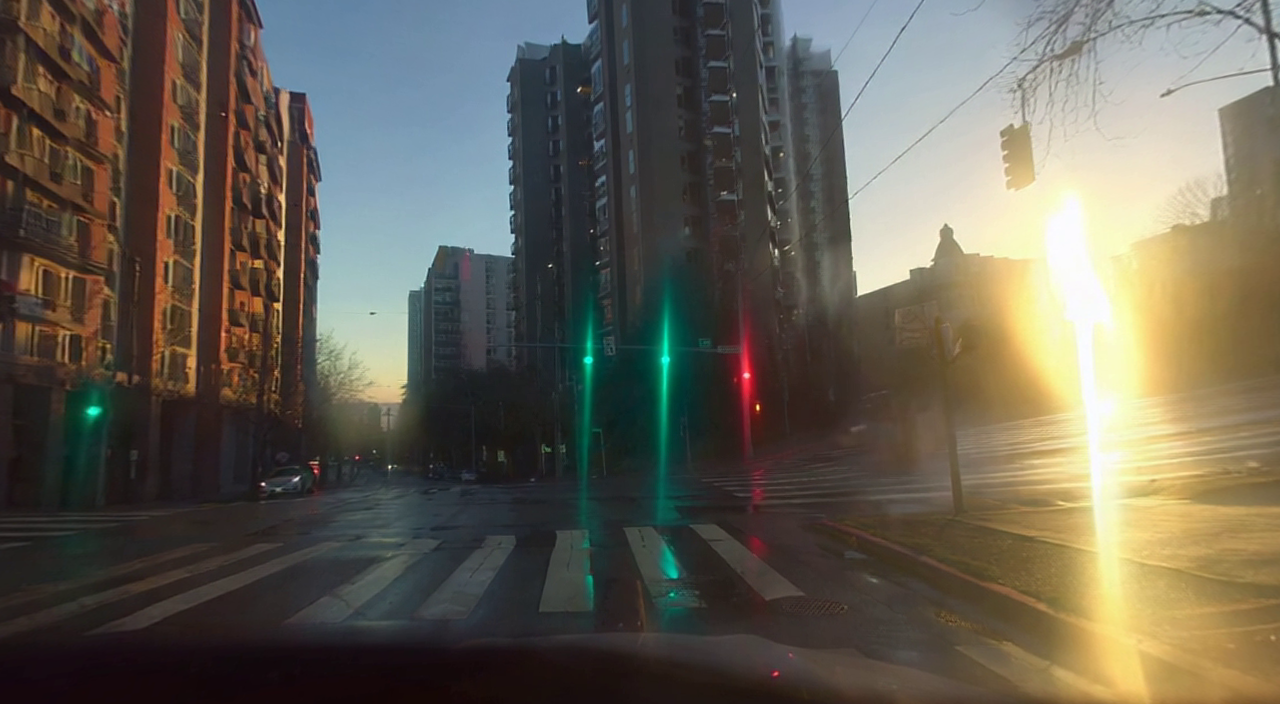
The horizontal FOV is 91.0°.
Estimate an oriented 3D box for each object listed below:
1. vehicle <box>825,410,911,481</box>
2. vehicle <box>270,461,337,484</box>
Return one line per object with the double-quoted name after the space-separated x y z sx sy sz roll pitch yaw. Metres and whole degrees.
11.433 4.625 31.073 2.948 3.071 7.295 -4 -10 27 "vehicle"
-24.677 8.824 46.283 3.882 1.600 1.768 0 -9 2 "vehicle"
